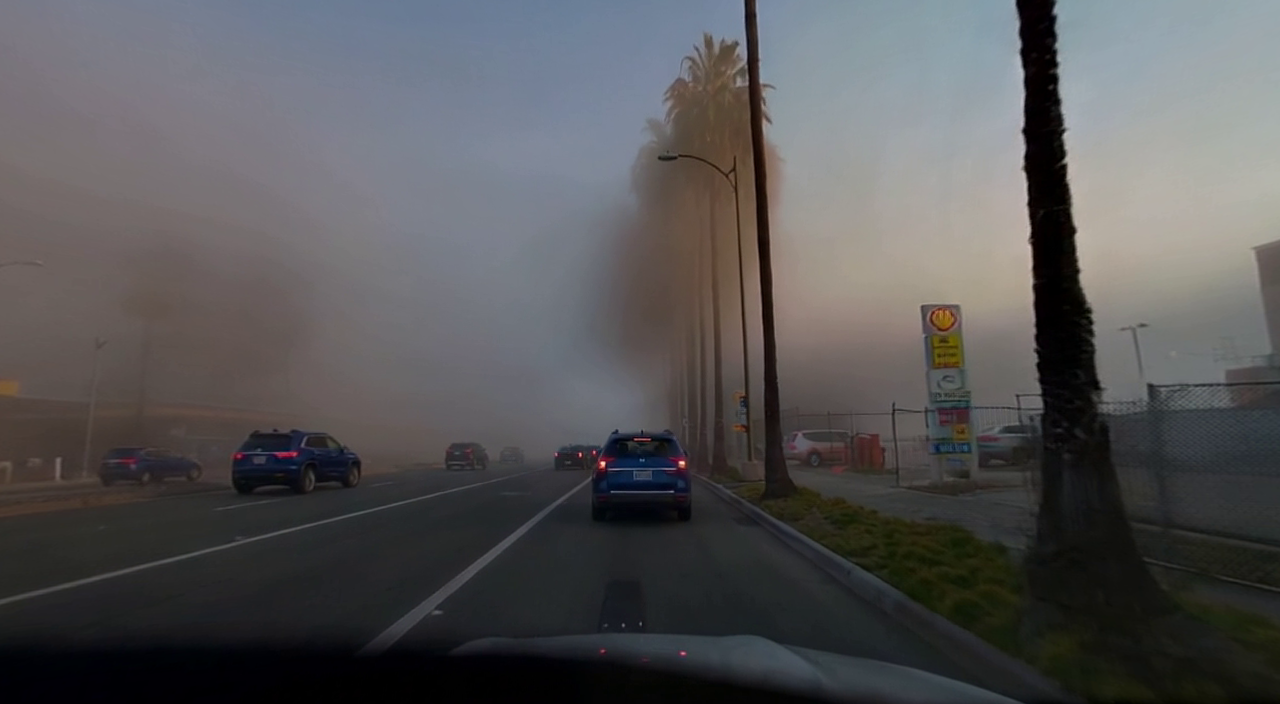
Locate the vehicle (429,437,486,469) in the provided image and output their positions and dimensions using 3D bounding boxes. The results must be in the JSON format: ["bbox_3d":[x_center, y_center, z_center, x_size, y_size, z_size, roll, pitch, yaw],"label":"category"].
[{"bbox_3d":[-10.576,5.875,36.705,1.965,1.743,4.327,0,-9,1],"label":"vehicle"}]

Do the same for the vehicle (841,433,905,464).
[{"bbox_3d":[12.052,5.030,32.758,1.681,1.503,3.781,1,-9,-3],"label":"vehicle"}]

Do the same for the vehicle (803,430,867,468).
[{"bbox_3d":[8.230,4.037,26.238,1.837,1.416,3.947,-4,-10,27],"label":"vehicle"}]

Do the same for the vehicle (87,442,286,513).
[{"bbox_3d":[-10.039,2.762,14.283,1.924,1.384,3.426,0,-8,0],"label":"vehicle"}]

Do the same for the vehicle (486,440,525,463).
[{"bbox_3d":[-10.459,7.789,49.310,1.998,1.731,4.952,0,-8,0],"label":"vehicle"}]

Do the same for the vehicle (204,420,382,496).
[{"bbox_3d":[-10.034,3.124,18.861,2.269,1.934,5.350,0,-9,0],"label":"vehicle"}]

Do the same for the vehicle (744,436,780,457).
[{"bbox_3d":[9.142,7.169,47.444,1.929,1.496,4.245,0,-9,0],"label":"vehicle"}]

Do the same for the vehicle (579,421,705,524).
[{"bbox_3d":[0.065,2.336,12.647,2.121,1.710,3.893,0,-9,1],"label":"vehicle"}]
